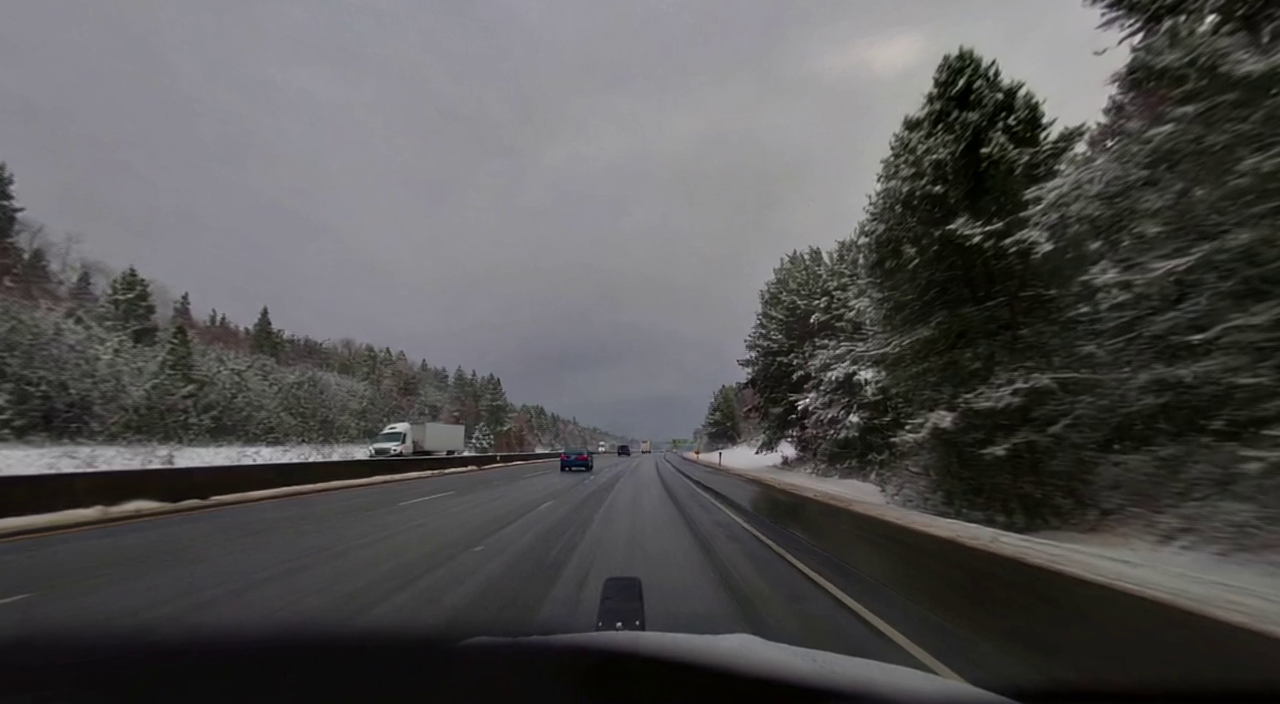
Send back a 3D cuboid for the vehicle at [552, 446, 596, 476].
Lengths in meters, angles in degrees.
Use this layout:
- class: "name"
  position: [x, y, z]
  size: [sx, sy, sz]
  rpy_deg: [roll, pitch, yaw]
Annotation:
- class: "vehicle"
  position: [-3.444, 5.788, 33.715]
  size: [1.858, 1.459, 4.091]
  rpy_deg: [0, -9, 1]
